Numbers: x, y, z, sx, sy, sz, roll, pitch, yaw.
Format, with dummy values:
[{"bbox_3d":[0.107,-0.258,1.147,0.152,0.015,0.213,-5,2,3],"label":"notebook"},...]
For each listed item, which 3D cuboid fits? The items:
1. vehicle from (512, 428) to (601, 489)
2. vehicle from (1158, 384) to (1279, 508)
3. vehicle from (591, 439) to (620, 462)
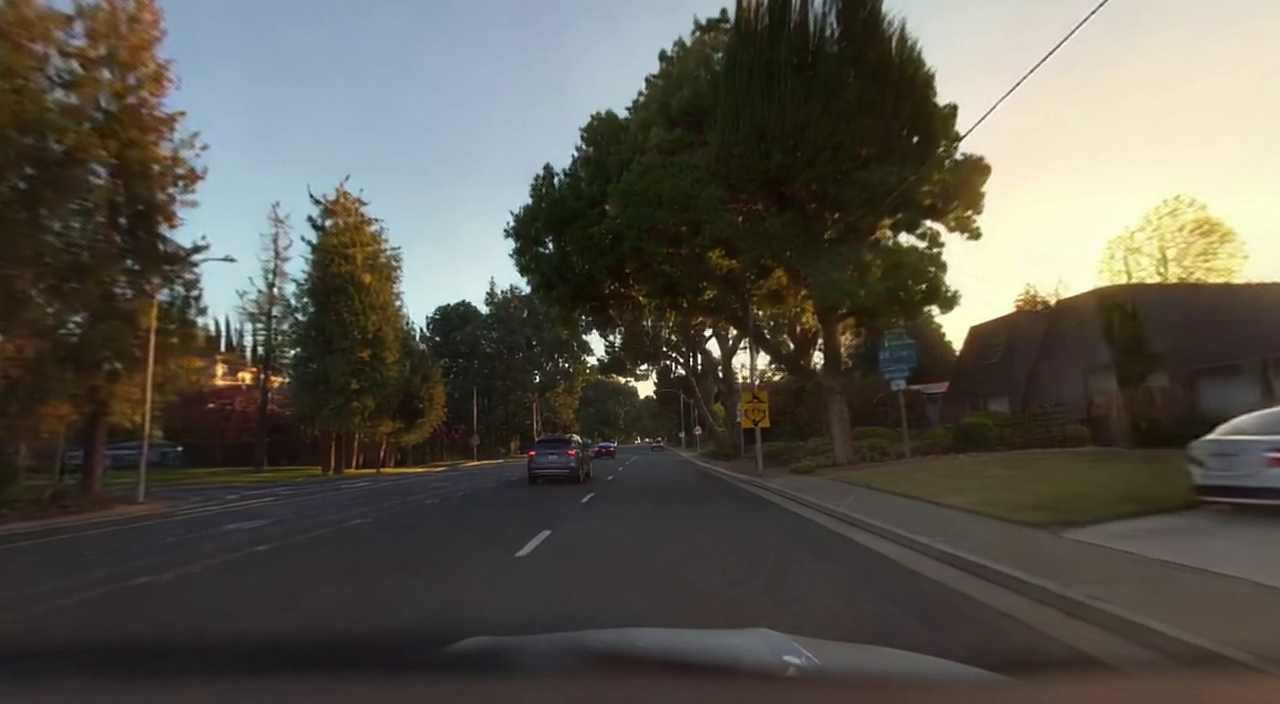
[{"bbox_3d":[-2.614,3.461,20.818,2.190,1.766,4.394,0,-8,2],"label":"vehicle"},{"bbox_3d":[9.953,1.264,8.494,4.233,1.501,1.927,0,-8,-2],"label":"vehicle"},{"bbox_3d":[-2.354,6.840,43.853,1.802,1.528,3.490,0,-8,1],"label":"vehicle"}]
